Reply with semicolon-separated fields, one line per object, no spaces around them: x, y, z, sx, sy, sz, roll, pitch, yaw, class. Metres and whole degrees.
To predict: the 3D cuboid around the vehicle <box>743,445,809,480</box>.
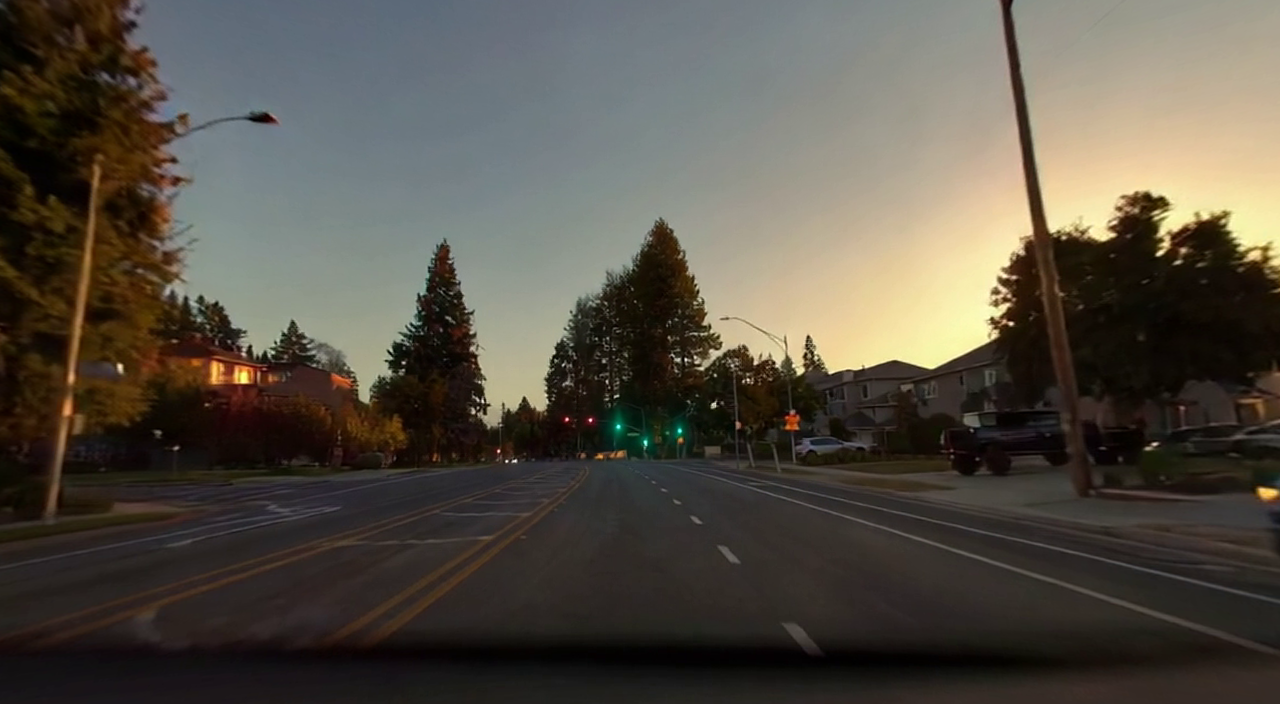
6.150;5.041;29.142;1.969;1.495;4.328;0;-9;-2;vehicle

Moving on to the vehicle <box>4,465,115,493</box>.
-32.375;7.077;35.309;4.242;1.473;1.820;0;-9;-2;vehicle

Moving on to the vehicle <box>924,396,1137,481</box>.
12.816;2.880;21.086;5.348;2.455;2.419;-2;-9;-1;vehicle

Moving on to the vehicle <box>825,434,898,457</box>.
16.348;6.945;46.748;4.658;1.468;1.905;-3;-9;-1;vehicle
